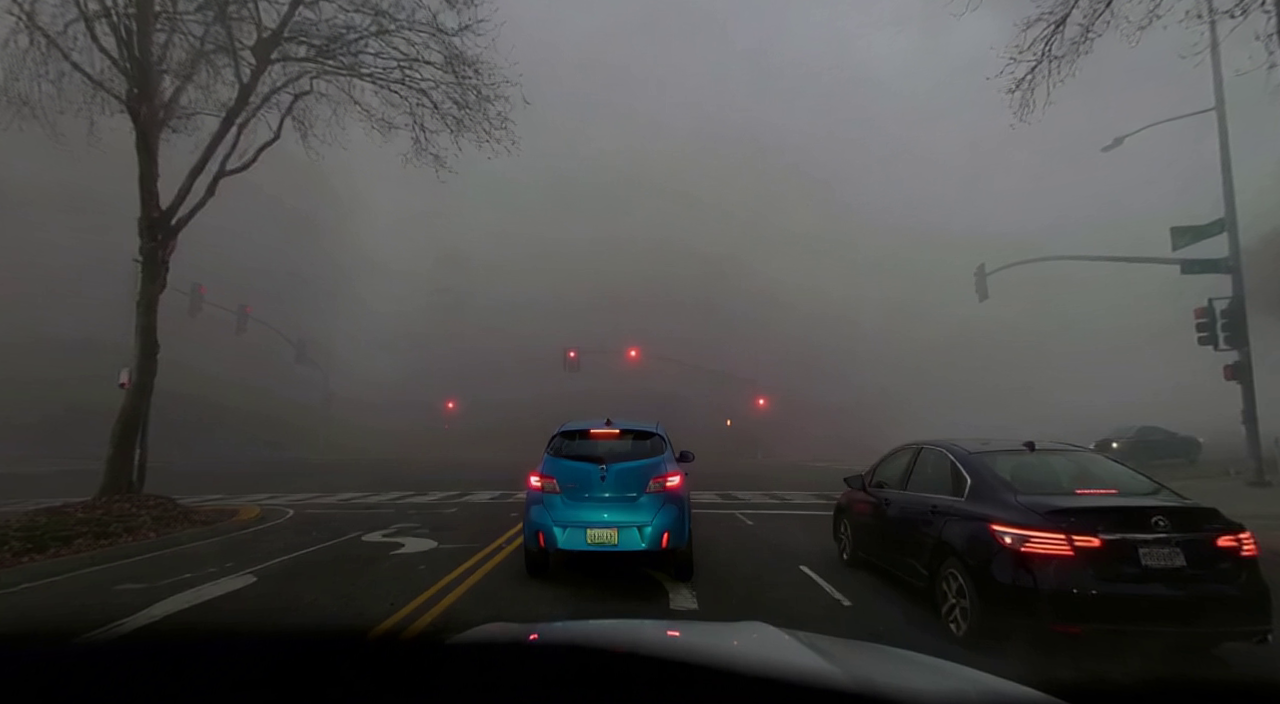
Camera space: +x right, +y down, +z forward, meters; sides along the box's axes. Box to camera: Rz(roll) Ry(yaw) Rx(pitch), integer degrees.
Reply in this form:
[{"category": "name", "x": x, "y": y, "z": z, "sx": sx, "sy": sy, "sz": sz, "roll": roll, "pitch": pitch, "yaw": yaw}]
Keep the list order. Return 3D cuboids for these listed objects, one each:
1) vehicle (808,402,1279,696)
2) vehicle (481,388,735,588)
[{"category": "vehicle", "x": 3.172, "y": 1.403, "z": 5.778, "sx": 1.932, "sy": 1.562, "sz": 4.629, "roll": 0, "pitch": -9, "yaw": -1}, {"category": "vehicle", "x": -0.343, "y": 1.523, "z": 7.808, "sx": 2.247, "sy": 1.760, "sz": 4.231, "roll": 0, "pitch": -9, "yaw": -2}]
